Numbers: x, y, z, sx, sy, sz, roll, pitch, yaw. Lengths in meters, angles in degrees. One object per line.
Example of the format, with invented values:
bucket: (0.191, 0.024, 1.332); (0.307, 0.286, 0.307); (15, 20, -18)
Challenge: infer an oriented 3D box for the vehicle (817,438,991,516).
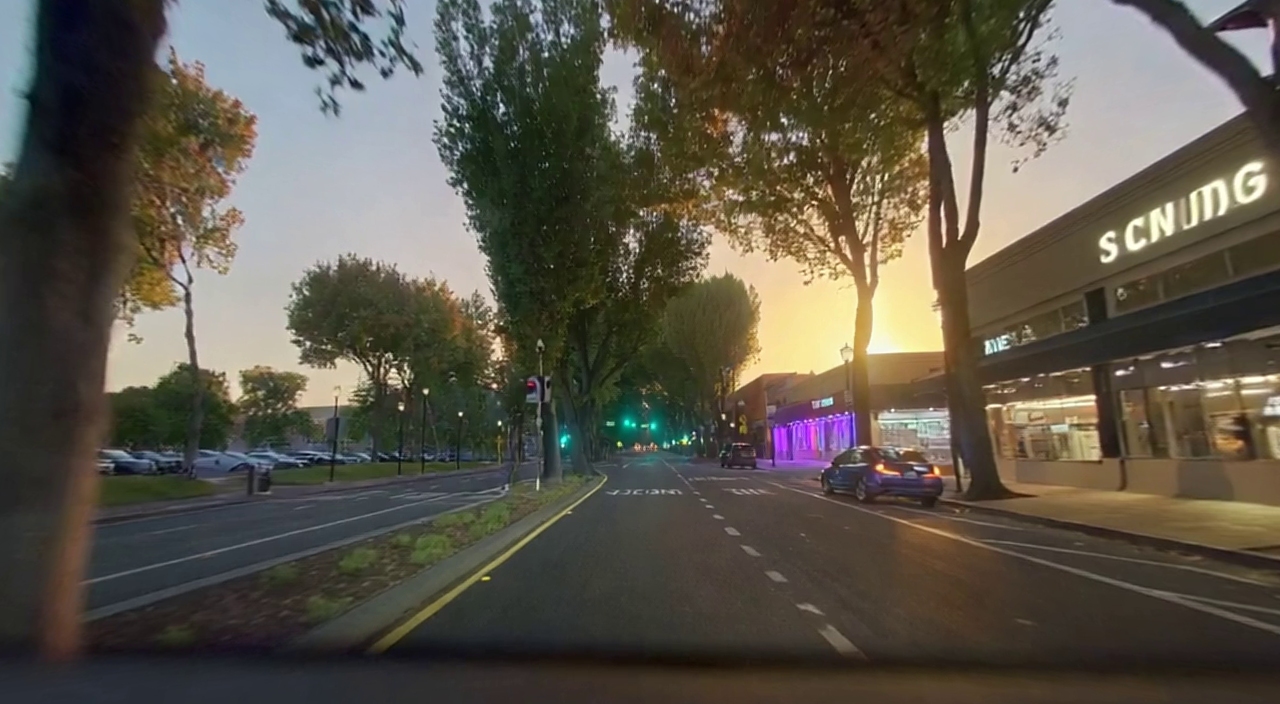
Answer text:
vehicle: (5.994, 2.882, 15.141); (2.088, 1.543, 4.964); (0, -8, 1)

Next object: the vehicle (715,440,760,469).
vehicle: (6.761, 7.166, 44.193); (2.112, 1.894, 4.910); (0, -8, -3)
